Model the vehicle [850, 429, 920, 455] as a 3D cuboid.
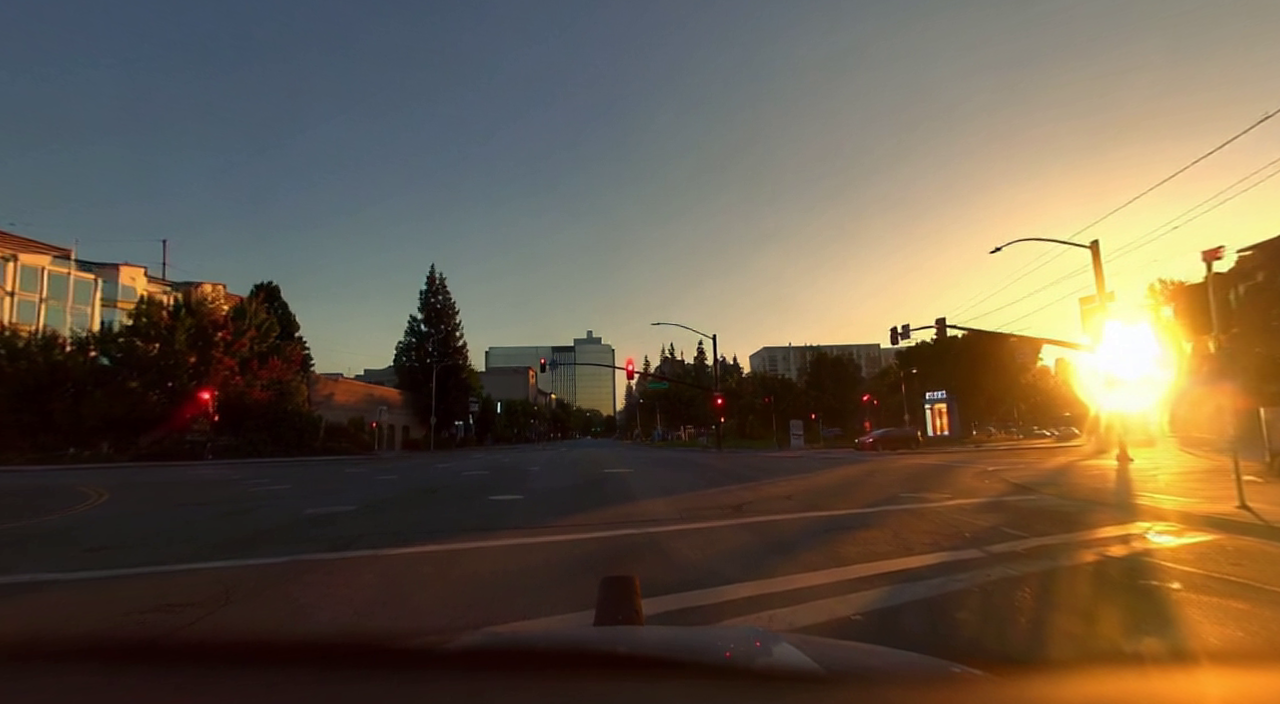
[{"bbox_3d":[17.651,6.506,45.517,4.600,1.783,1.970,4,-10,-26],"label":"vehicle"}]
